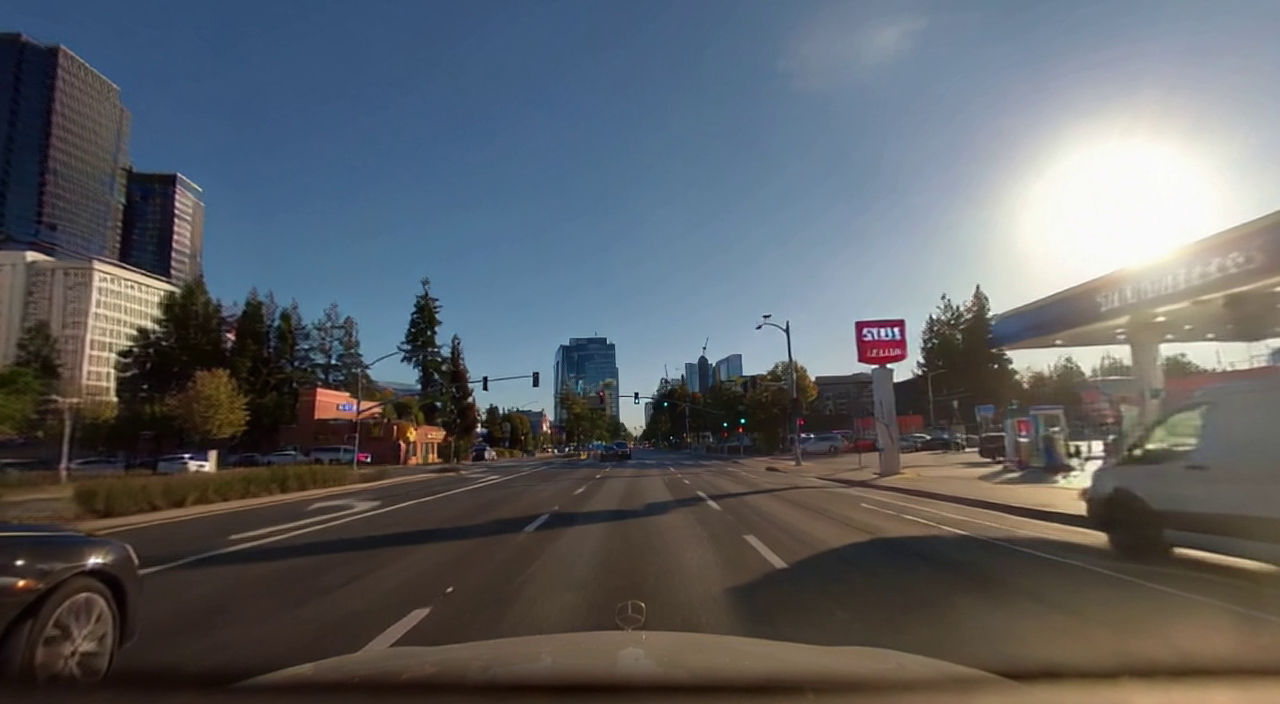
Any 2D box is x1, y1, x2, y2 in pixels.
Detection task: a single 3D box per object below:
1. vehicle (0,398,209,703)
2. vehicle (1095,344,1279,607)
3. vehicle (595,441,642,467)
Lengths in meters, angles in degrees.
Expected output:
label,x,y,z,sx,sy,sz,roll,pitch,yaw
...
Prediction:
label,x,y,z,sx,sy,sz,roll,pitch,yaw
vehicle,-3.462,0.758,1.309,2.018,1.470,4.346,0,-8,0
vehicle,7.105,0.936,4.531,2.764,2.327,6.492,0,-8,0
vehicle,-1.203,6.181,38.339,2.082,1.460,4.442,-1,-9,8
